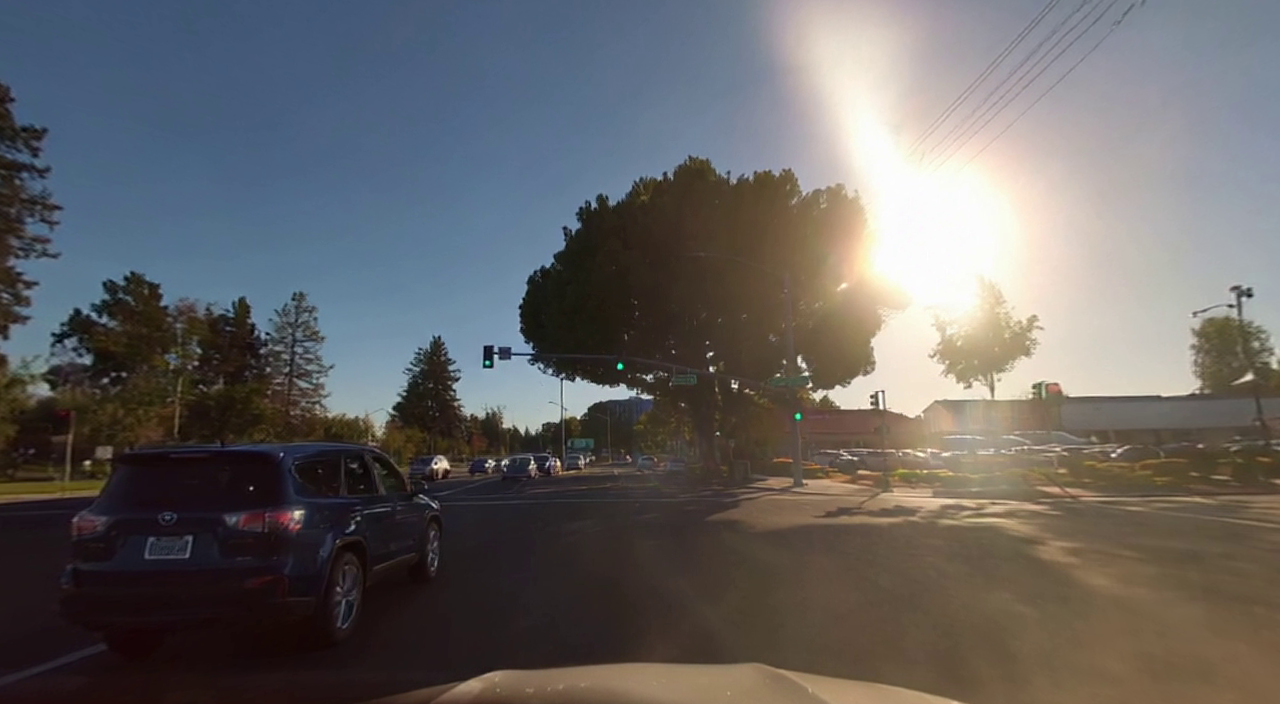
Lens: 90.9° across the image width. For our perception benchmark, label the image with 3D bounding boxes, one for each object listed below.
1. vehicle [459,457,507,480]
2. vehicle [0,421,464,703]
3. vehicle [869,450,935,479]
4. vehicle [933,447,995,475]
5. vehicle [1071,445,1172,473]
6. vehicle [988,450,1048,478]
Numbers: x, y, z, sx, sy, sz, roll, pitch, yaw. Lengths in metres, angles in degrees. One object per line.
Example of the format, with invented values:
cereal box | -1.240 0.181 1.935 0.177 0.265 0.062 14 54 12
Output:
vehicle | -10.910 8.125 44.089 2.001 1.458 4.278 -1 -9 4
vehicle | -3.011 1.374 4.834 1.924 1.482 4.734 0 -9 0
vehicle | 15.792 6.704 37.806 2.060 1.445 4.712 -10 -11 41
vehicle | 18.203 6.064 35.318 1.945 1.434 4.293 -8 -12 42
vehicle | 28.160 6.238 36.900 4.678 1.558 1.883 1 -9 -10
vehicle | 20.280 5.939 33.727 1.930 1.410 4.313 -8 -11 40
